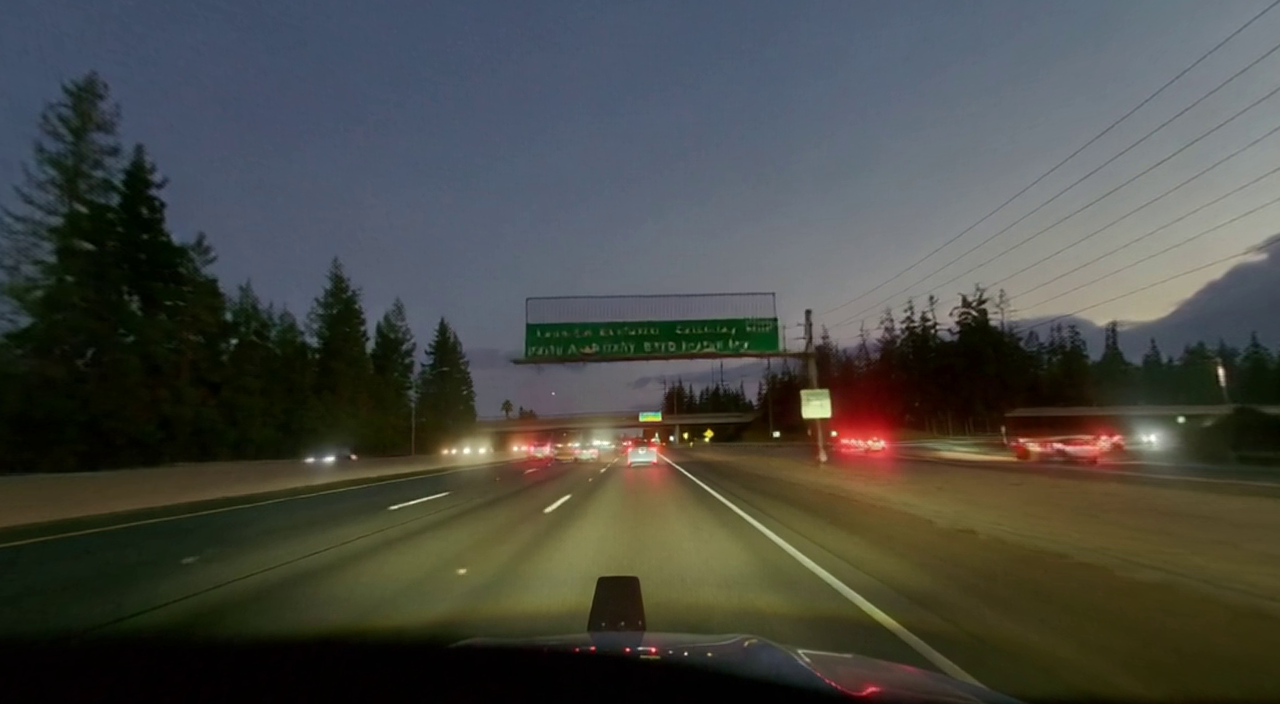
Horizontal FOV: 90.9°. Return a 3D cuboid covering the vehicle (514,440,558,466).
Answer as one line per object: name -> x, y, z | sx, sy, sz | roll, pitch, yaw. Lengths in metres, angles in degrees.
vehicle -> -7.210, 7.034, 44.149 | 2.139, 1.653, 4.614 | 0, -8, 2

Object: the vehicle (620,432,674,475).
vehicle -> 0.279, 4.394, 27.416 | 2.152, 1.697, 4.066 | 0, -8, 0

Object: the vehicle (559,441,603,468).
vehicle -> -3.379, 5.971, 36.940 | 2.056, 1.464, 4.564 | 0, -8, 1

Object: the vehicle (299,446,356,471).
vehicle -> -22.917, 7.787, 46.417 | 1.867, 1.696, 4.566 | 0, -8, 0
